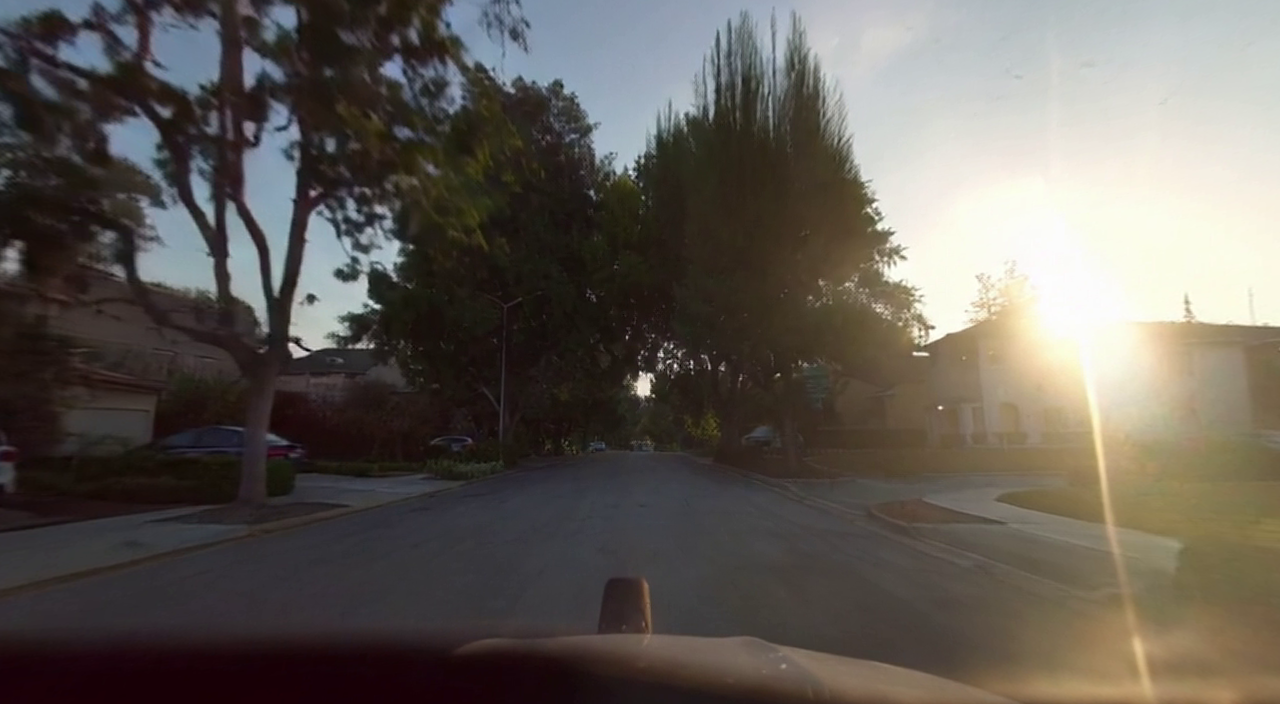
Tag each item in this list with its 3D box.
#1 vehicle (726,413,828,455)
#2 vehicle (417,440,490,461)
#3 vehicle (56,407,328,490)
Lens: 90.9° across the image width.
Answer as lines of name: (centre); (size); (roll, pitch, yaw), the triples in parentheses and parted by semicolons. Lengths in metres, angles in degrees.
vehicle: (10.697, 6.462, 49.611); (7.362, 3.227, 2.674); (0, -8, -2)
vehicle: (-13.816, 7.322, 46.899); (4.764, 1.514, 1.912); (0, -8, -1)
vehicle: (-13.009, 2.875, 18.790); (5.946, 2.048, 2.595); (3, -8, -3)
